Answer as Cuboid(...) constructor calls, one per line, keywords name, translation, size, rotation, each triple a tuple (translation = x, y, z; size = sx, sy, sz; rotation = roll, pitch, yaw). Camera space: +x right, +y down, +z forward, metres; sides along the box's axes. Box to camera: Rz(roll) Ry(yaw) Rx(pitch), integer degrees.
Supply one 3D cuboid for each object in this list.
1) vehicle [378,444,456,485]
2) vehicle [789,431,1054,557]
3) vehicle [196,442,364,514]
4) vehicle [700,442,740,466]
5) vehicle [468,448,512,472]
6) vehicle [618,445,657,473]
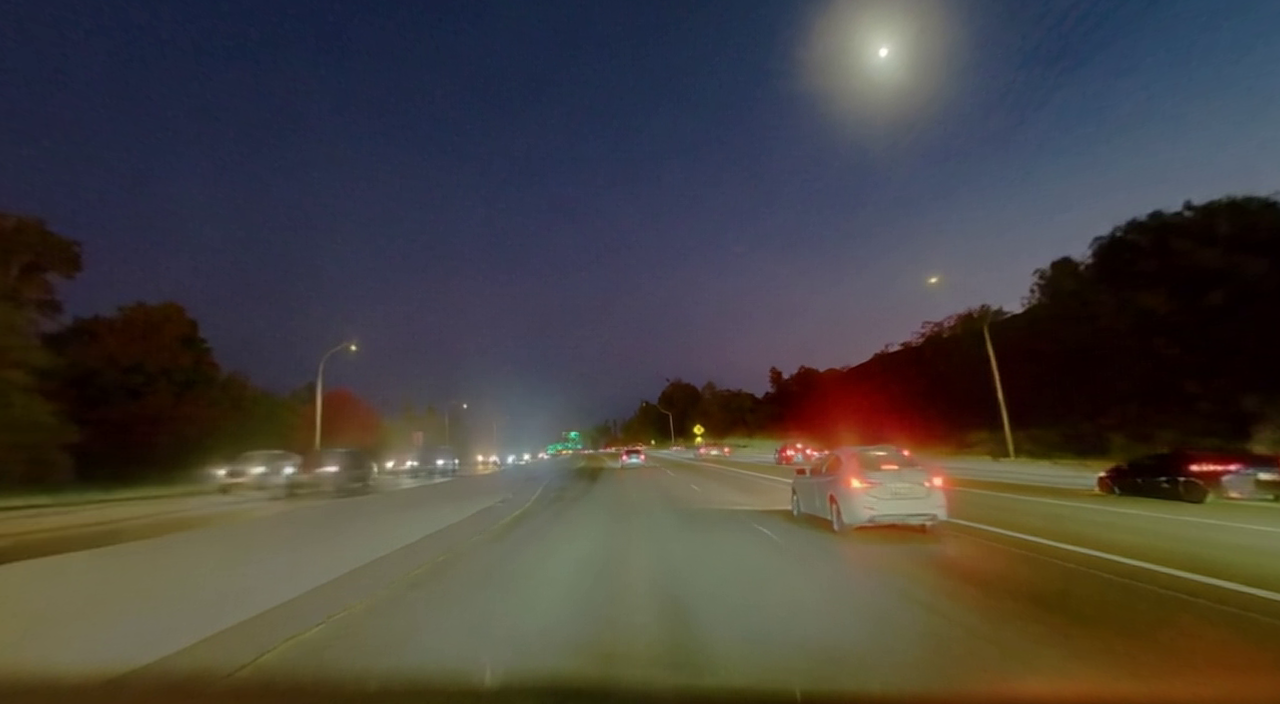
Cuboid(name="vehicle", translation=(-10.240, 5.152, 29.386), size=(2.017, 1.735, 4.581), rotation=(0, -8, -1))
Cuboid(name="vehicle", translation=(3.925, 2.039, 9.847), size=(1.972, 1.488, 4.335), rotation=(0, -9, -3))
Cuboid(name="vehicle", translation=(-9.591, 3.343, 17.371), size=(2.082, 1.698, 4.357), rotation=(0, -8, -1))
Cuboid(name="vehicle", translation=(5.789, 7.373, 45.954), size=(2.094, 1.652, 3.955), rotation=(1, -9, -5))
Cuboid(name="vehicle", translation=(-10.201, 7.370, 43.338), size=(1.924, 1.466, 4.808), rotation=(0, -9, -2))
Cuboid(name="vehicle", translation=(-0.213, 6.251, 37.069), size=(2.090, 1.510, 4.280), rotation=(0, -8, -3))
